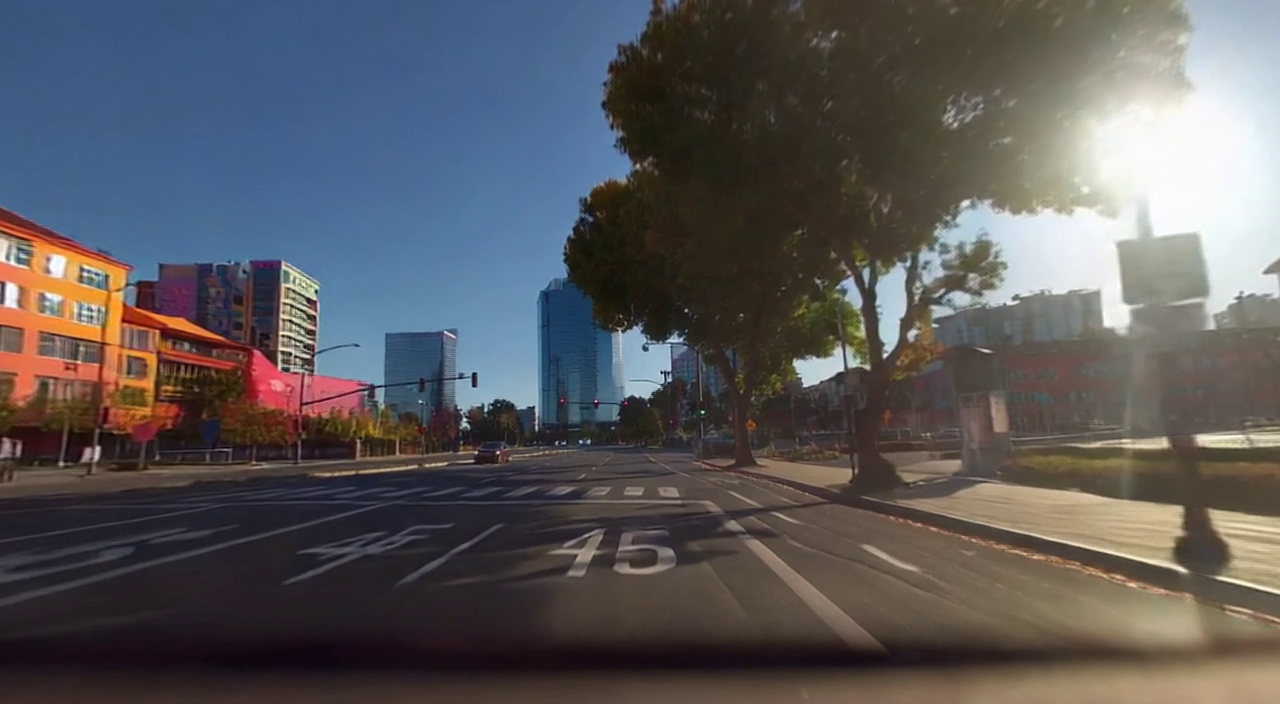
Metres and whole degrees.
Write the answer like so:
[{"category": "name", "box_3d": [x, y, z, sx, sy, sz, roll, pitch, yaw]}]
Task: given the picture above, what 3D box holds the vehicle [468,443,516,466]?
[{"category": "vehicle", "box_3d": [-9.967, 6.930, 42.876, 2.089, 1.390, 4.555, 0, -8, 0]}]
